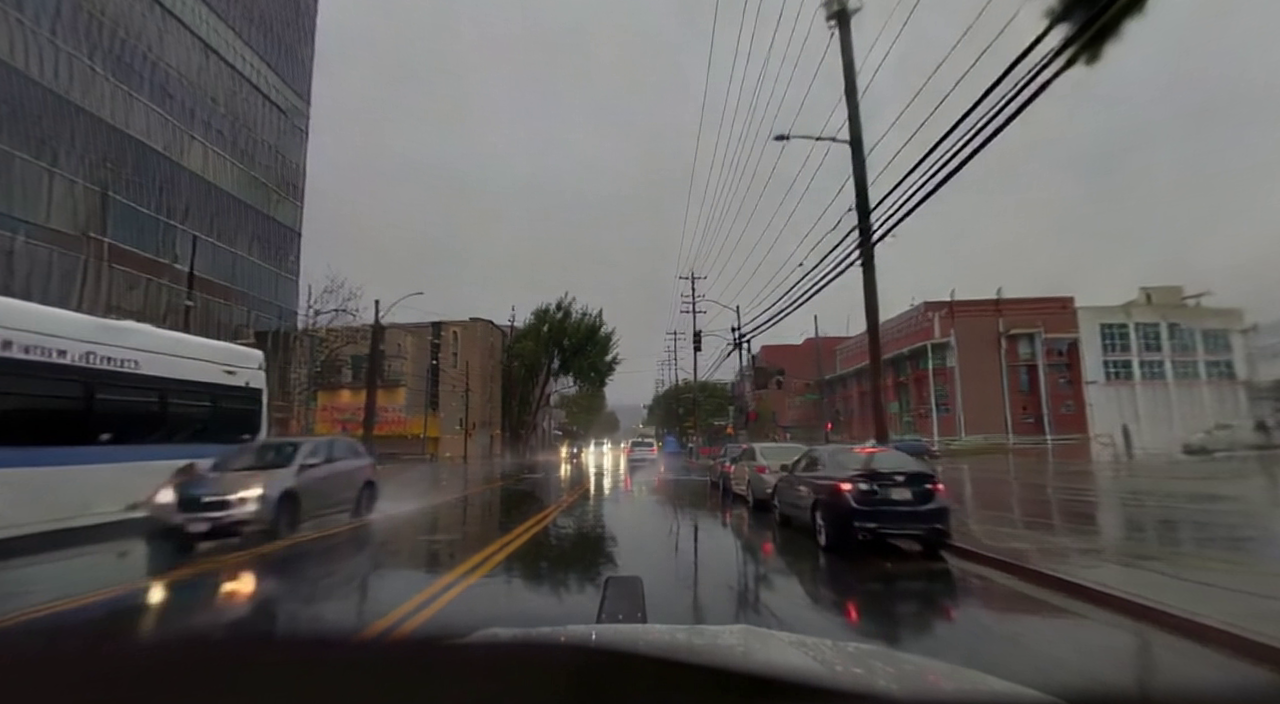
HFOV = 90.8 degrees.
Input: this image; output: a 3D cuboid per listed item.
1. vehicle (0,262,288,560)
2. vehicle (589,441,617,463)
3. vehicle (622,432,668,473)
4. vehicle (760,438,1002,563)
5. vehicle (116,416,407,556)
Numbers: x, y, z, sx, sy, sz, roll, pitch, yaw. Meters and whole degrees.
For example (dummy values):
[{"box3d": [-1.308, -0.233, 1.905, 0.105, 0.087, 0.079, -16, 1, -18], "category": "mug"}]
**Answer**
[{"box3d": [-9.398, 0.655, 7.186, 3.022, 3.627, 13.129, -1, -9, 1], "category": "vehicle"}, {"box3d": [-2.853, 7.785, 49.320, 2.026, 1.616, 4.109, 1, -8, -1], "category": "vehicle"}, {"box3d": [0.306, 5.025, 31.642, 2.127, 1.893, 4.194, 0, -8, 2], "category": "vehicle"}, {"box3d": [3.318, 2.121, 9.869, 2.018, 1.474, 4.524, 0, -8, 0], "category": "vehicle"}, {"box3d": [-5.588, 2.009, 10.151, 2.050, 1.763, 4.119, 0, -8, 1], "category": "vehicle"}]
